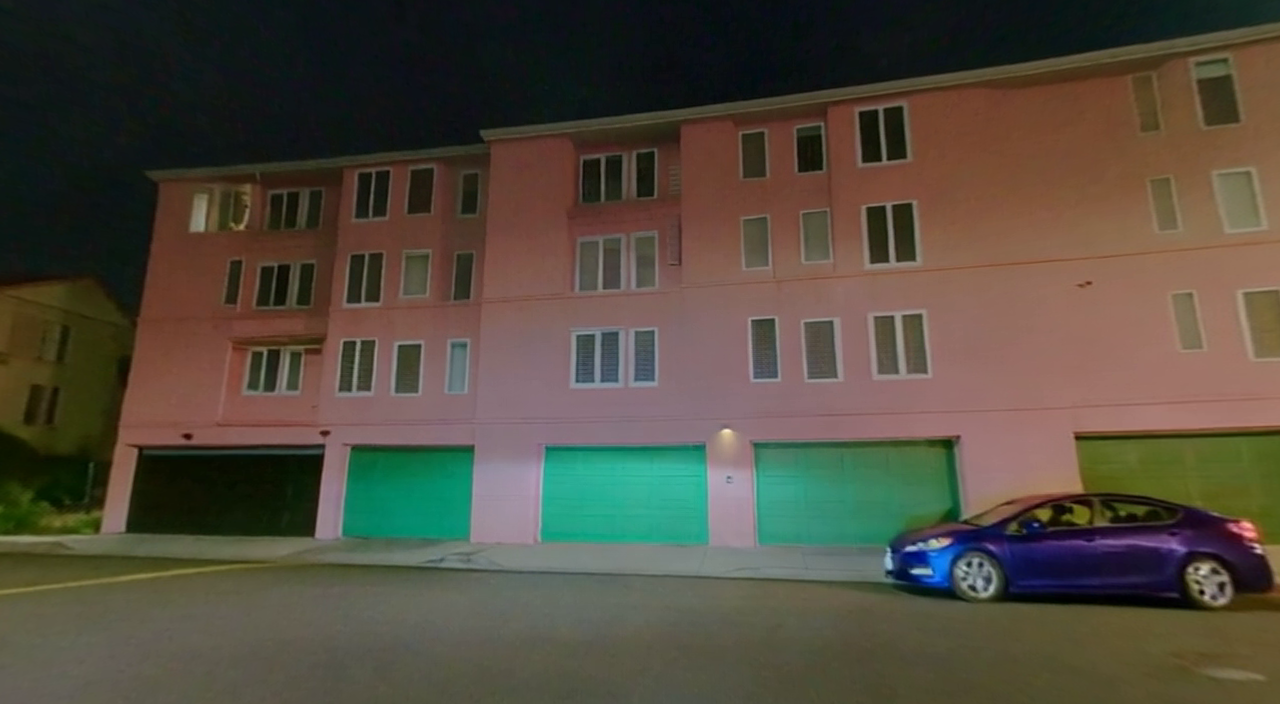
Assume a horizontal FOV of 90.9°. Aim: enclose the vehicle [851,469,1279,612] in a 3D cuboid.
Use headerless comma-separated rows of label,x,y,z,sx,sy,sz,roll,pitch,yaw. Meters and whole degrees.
vehicle,5.304,2.288,8.118,4.697,1.444,1.825,-3,-10,13
